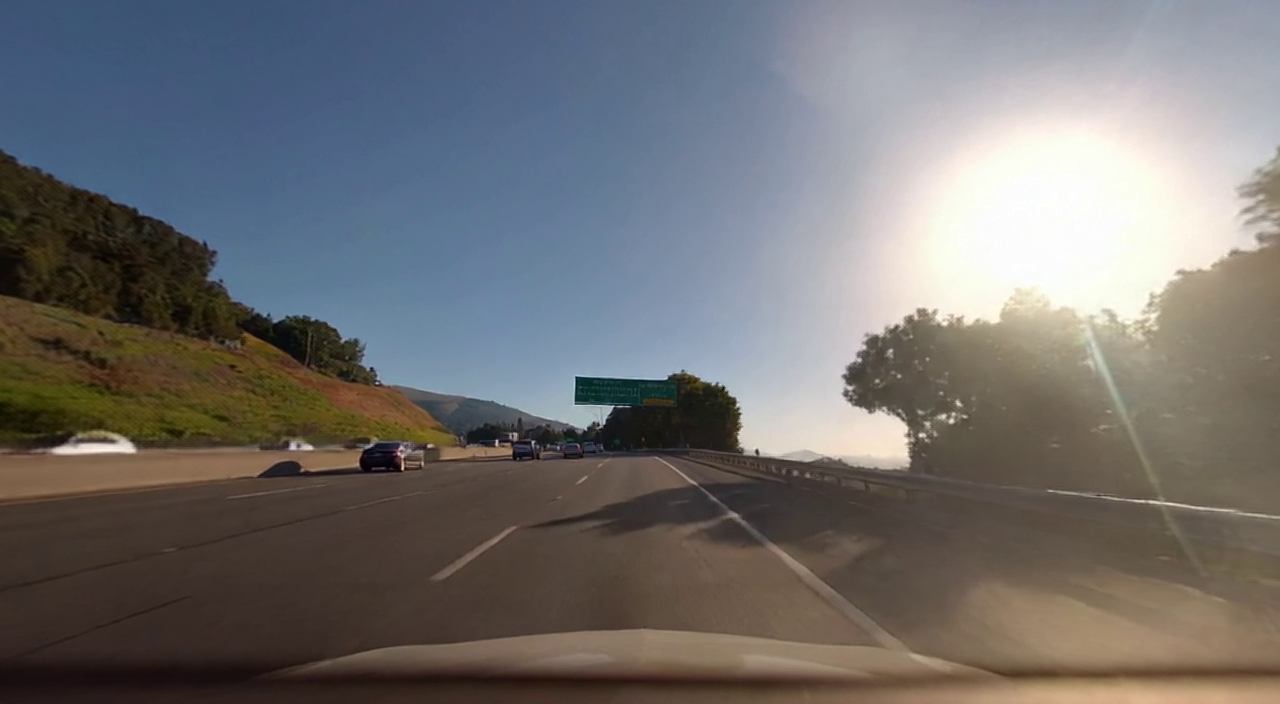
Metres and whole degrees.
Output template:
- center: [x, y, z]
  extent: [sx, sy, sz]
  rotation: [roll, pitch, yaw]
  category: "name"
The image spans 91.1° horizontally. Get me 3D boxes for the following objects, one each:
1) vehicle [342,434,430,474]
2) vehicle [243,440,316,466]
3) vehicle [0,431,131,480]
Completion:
- center: [-11.151, 4.518, 27.989]
  extent: [2.001, 1.625, 4.528]
  rotation: [0, -8, 0]
  category: "vehicle"
- center: [-21.858, 6.117, 38.284]
  extent: [1.784, 1.445, 4.491]
  rotation: [0, -8, -1]
  category: "vehicle"
- center: [-21.598, 3.770, 23.120]
  extent: [1.923, 1.595, 4.510]
  rotation: [0, -8, 0]
  category: "vehicle"
